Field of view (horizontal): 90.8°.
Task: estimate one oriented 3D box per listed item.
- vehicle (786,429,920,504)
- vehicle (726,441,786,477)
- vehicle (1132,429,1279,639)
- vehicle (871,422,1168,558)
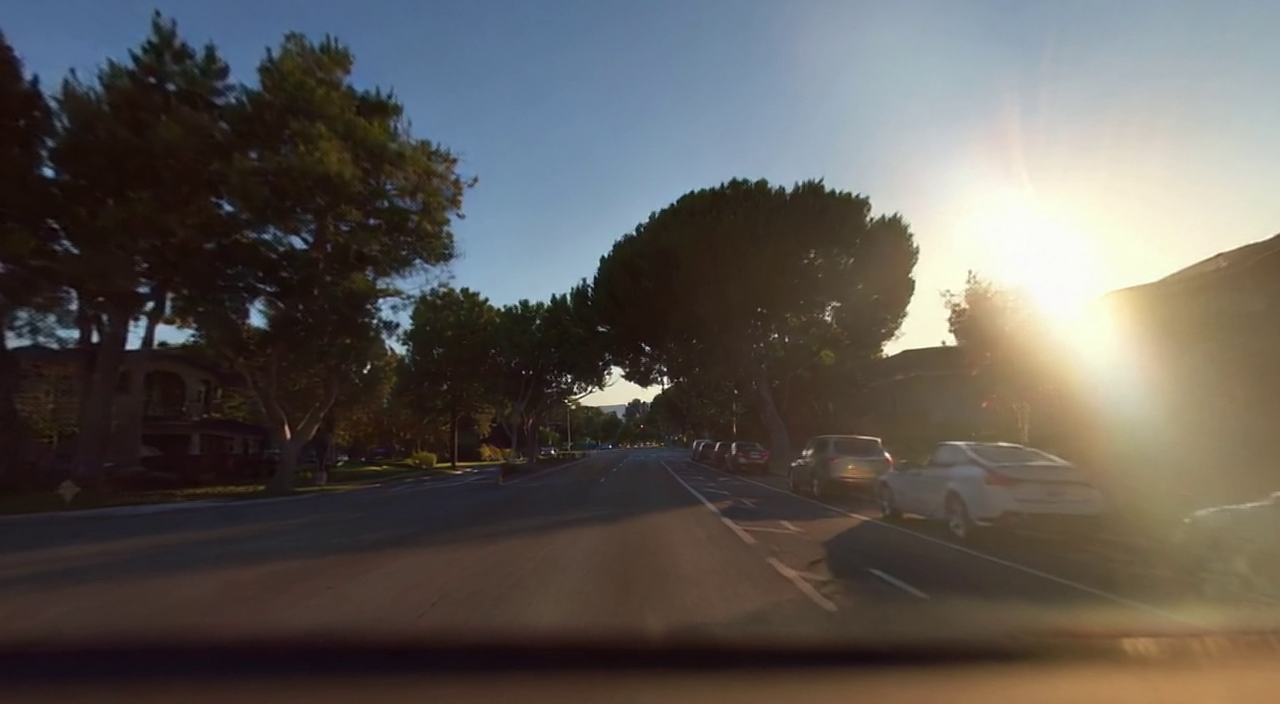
[{"bbox_3d":[5.365,2.935,16.604,1.990,1.694,4.179,0,-8,-1],"label":"vehicle"},{"bbox_3d":[5.272,4.883,29.190,1.837,1.532,3.886,0,-8,-2],"label":"vehicle"},{"bbox_3d":[5.387,1.127,3.459,1.901,1.443,4.319,0,-8,0],"label":"vehicle"},{"bbox_3d":[5.437,2.037,9.889,1.974,1.548,4.160,-3,-9,0],"label":"vehicle"}]
